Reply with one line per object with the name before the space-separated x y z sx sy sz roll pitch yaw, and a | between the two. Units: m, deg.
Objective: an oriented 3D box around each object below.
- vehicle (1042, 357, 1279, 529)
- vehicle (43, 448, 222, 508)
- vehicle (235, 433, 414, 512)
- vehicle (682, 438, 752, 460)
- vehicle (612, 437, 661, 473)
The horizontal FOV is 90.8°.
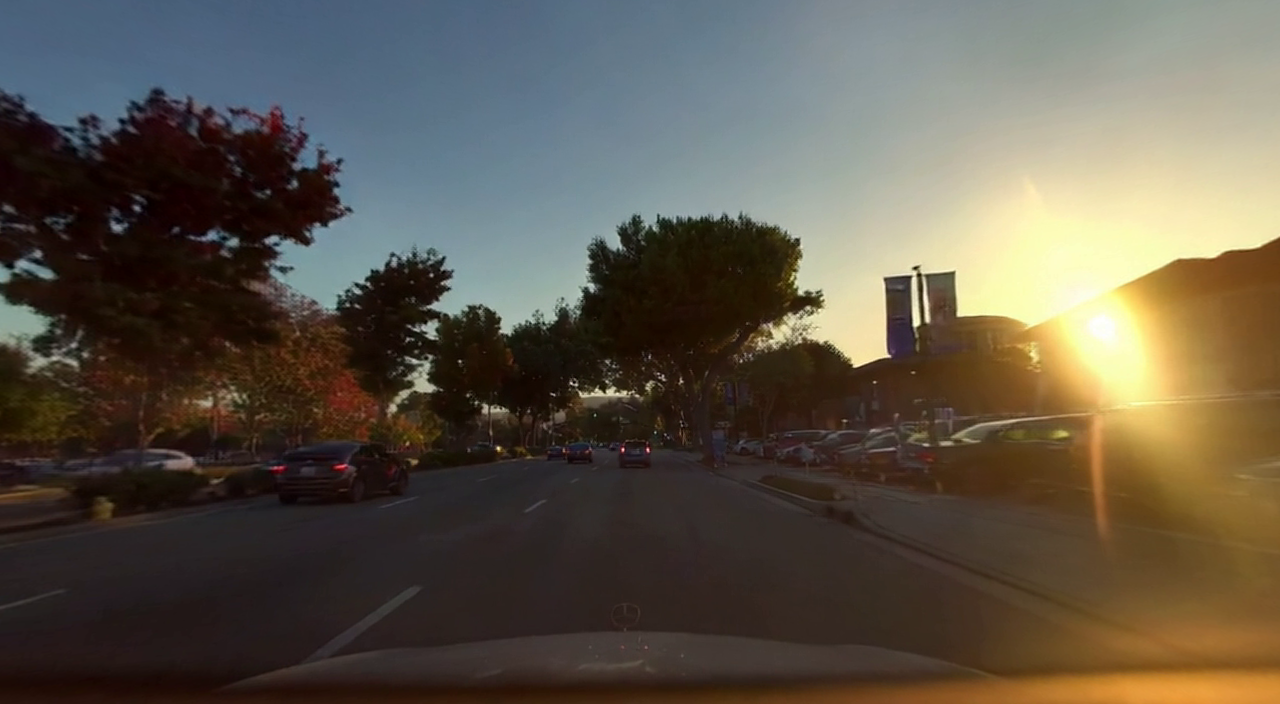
vehicle | 9.276 1.197 8.604 5.976 1.994 2.295 0 -8 0
vehicle | -16.375 4.036 20.808 2.127 1.716 4.548 0 -9 -1
vehicle | -7.508 2.887 15.717 2.038 1.649 4.665 0 -9 0
vehicle | 5.485 6.922 45.186 4.619 1.523 1.873 2 -9 -14
vehicle | -0.196 4.565 28.152 2.061 1.469 3.954 0 -9 -1
